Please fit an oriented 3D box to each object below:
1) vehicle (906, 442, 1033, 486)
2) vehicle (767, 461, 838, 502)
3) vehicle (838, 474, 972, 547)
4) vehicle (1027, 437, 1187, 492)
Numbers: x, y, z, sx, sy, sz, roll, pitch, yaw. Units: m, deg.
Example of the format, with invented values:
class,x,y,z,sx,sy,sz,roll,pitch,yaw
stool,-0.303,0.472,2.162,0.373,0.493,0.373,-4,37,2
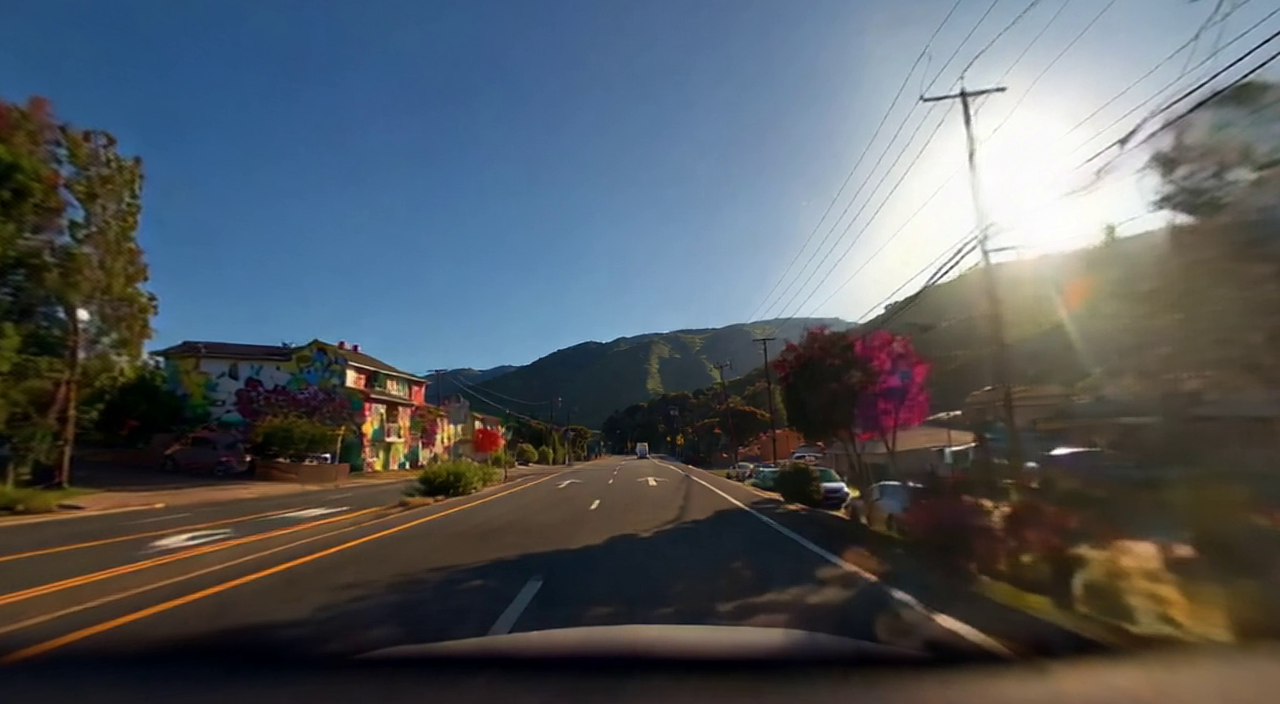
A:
class,x,y,z,sx,sy,sz,roll,pitch,yaw
vehicle,15.257,5.178,29.431,4.798,1.934,1.908,0,-9,0
vehicle,6.924,5.542,27.359,1.838,1.475,4.152,0,-9,-1
vehicle,6.688,4.013,16.478,1.781,1.432,4.169,-1,-9,2
vehicle,16.473,3.977,22.452,4.087,1.834,1.939,0,-9,-2
